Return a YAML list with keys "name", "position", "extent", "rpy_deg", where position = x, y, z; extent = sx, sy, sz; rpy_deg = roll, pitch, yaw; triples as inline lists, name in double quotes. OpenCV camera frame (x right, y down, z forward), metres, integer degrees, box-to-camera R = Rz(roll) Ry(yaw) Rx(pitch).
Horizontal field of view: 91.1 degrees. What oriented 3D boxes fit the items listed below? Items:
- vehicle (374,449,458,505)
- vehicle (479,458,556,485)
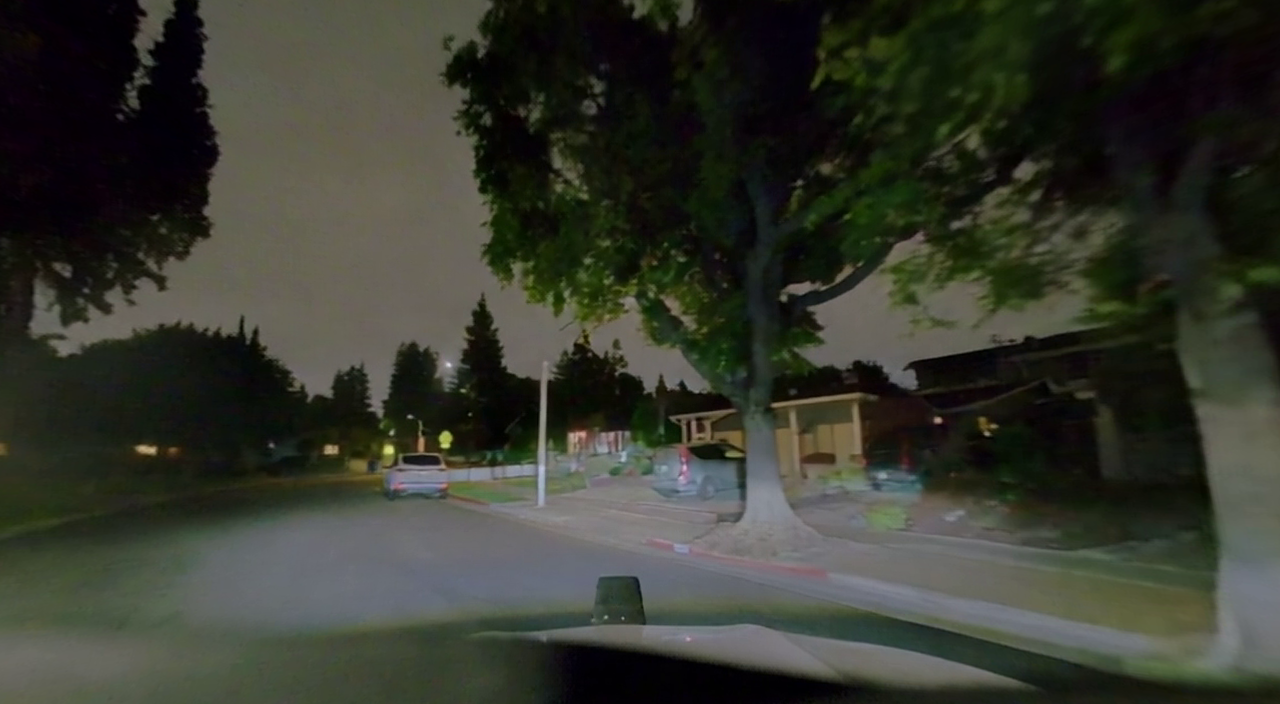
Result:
- name: "vehicle"
  position: [-8.415, 4.535, 23.345]
  extent: [2.163, 1.760, 4.591]
  rpy_deg: [5, -10, -28]
- name: "vehicle"
  position: [-7.513, 7.286, 38.553]
  extent: [4.457, 1.510, 1.762]
  rpy_deg: [2, -9, -13]
